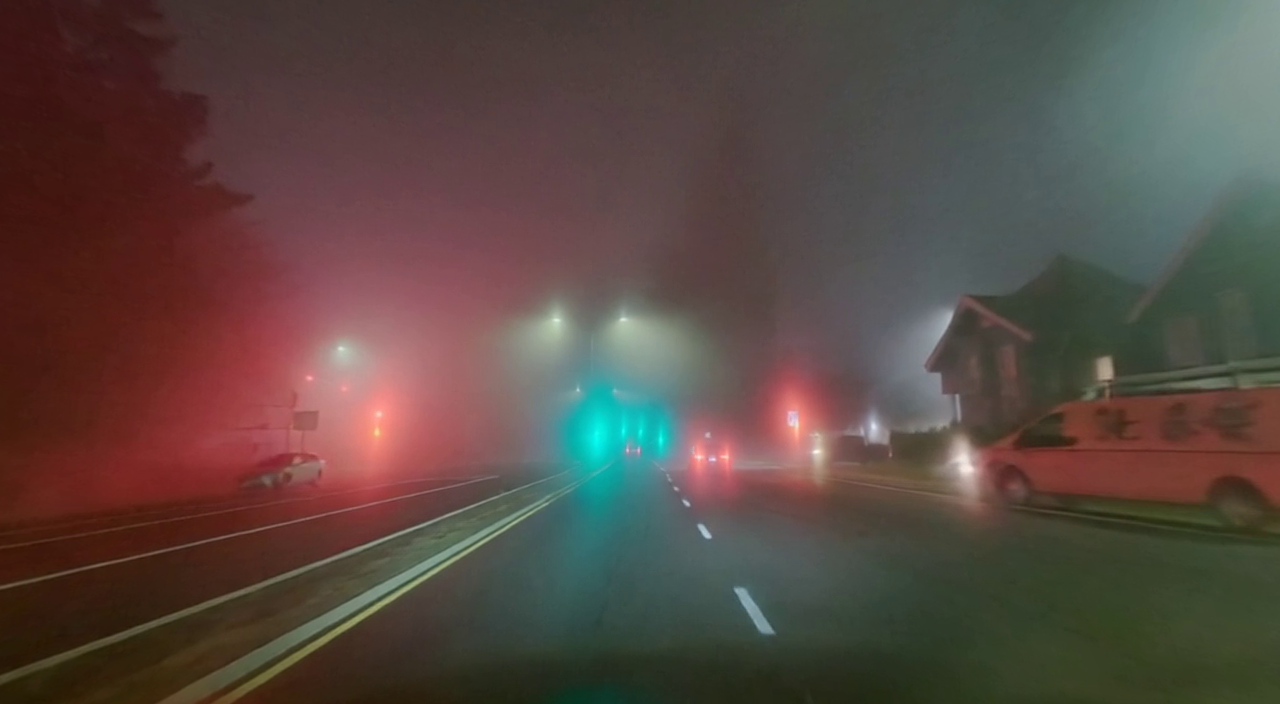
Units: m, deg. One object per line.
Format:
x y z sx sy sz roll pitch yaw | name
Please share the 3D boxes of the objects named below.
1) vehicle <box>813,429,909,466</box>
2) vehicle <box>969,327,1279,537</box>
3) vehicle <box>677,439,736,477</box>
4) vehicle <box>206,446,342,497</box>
11.481 4.994 32.981 4.202 1.794 2.063 0 -8 0 | vehicle
9.087 1.327 10.177 2.331 2.747 6.993 3 -9 -16 | vehicle
2.702 4.434 26.599 1.960 1.479 4.086 1 -8 -1 | vehicle
-12.134 3.945 21.318 1.963 1.524 4.498 0 -8 -1 | vehicle
